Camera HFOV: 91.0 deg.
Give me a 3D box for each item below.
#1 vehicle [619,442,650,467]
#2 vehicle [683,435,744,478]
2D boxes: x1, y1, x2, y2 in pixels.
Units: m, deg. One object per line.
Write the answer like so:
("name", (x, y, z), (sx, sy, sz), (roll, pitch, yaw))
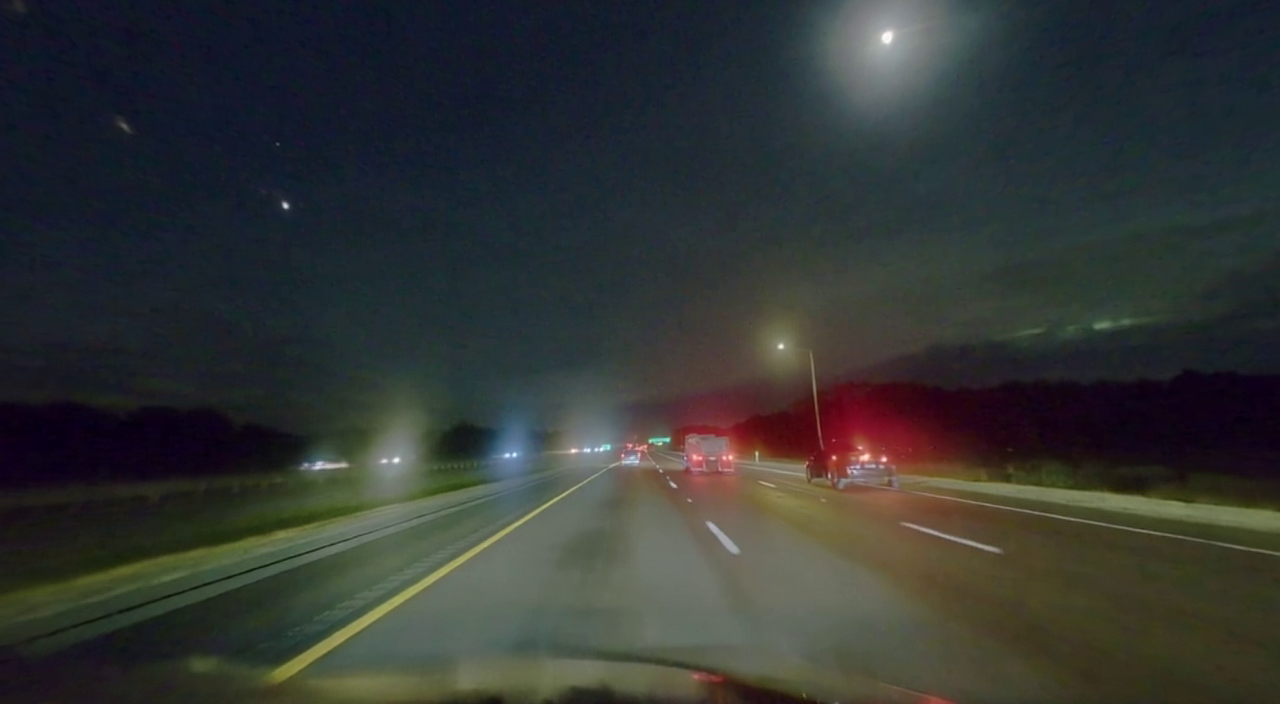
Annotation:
("vehicle", (-0.373, 7.399, 45.641), (2.142, 1.664, 4.076), (0, -9, 1))
("vehicle", (3.326, 4.874, 29.495), (2.269, 1.839, 4.554), (0, -9, -1))
